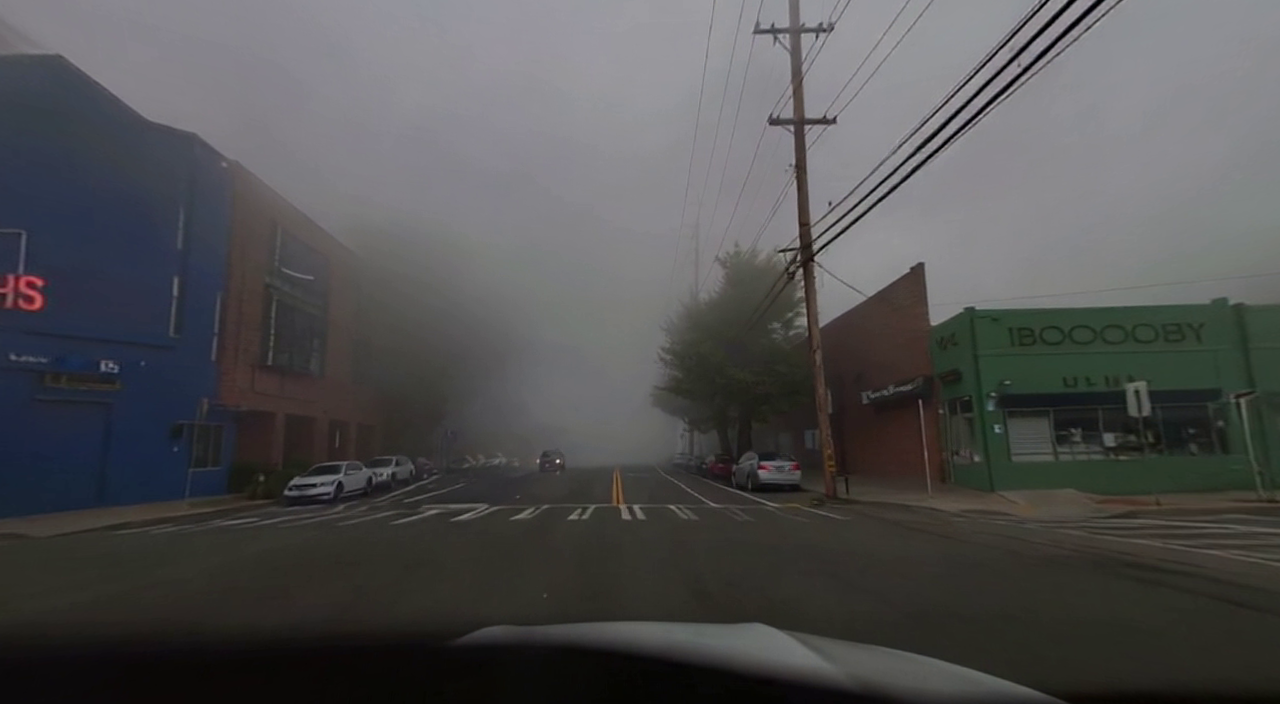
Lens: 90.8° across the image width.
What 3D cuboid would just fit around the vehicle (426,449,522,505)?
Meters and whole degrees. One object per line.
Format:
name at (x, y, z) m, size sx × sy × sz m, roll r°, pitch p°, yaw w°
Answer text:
vehicle at (-4.972, 3.776, 19.550) m, size 2.050 × 1.505 × 4.219 m, roll 0°, pitch -9°, yaw -4°

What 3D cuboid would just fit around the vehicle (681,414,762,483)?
vehicle at (4.078, 5.105, 33.521) m, size 2.815 × 3.203 × 7.558 m, roll 0°, pitch -9°, yaw -3°

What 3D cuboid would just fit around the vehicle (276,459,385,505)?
vehicle at (-11.351, 4.760, 23.537) m, size 1.978 × 1.452 × 4.263 m, roll 0°, pitch -9°, yaw -1°

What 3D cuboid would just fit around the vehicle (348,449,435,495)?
vehicle at (-11.335, 5.456, 29.240) m, size 2.072 × 1.818 × 4.951 m, roll -3°, pitch -9°, yaw 0°

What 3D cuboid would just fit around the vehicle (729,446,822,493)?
vehicle at (5.167, 4.545, 24.797) m, size 1.963 × 1.646 × 4.204 m, roll 2°, pitch -9°, yaw -12°

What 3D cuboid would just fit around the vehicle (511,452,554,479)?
vehicle at (-6.472, 6.844, 38.401) m, size 1.845 × 1.469 × 4.413 m, roll 0°, pitch -9°, yaw 0°
